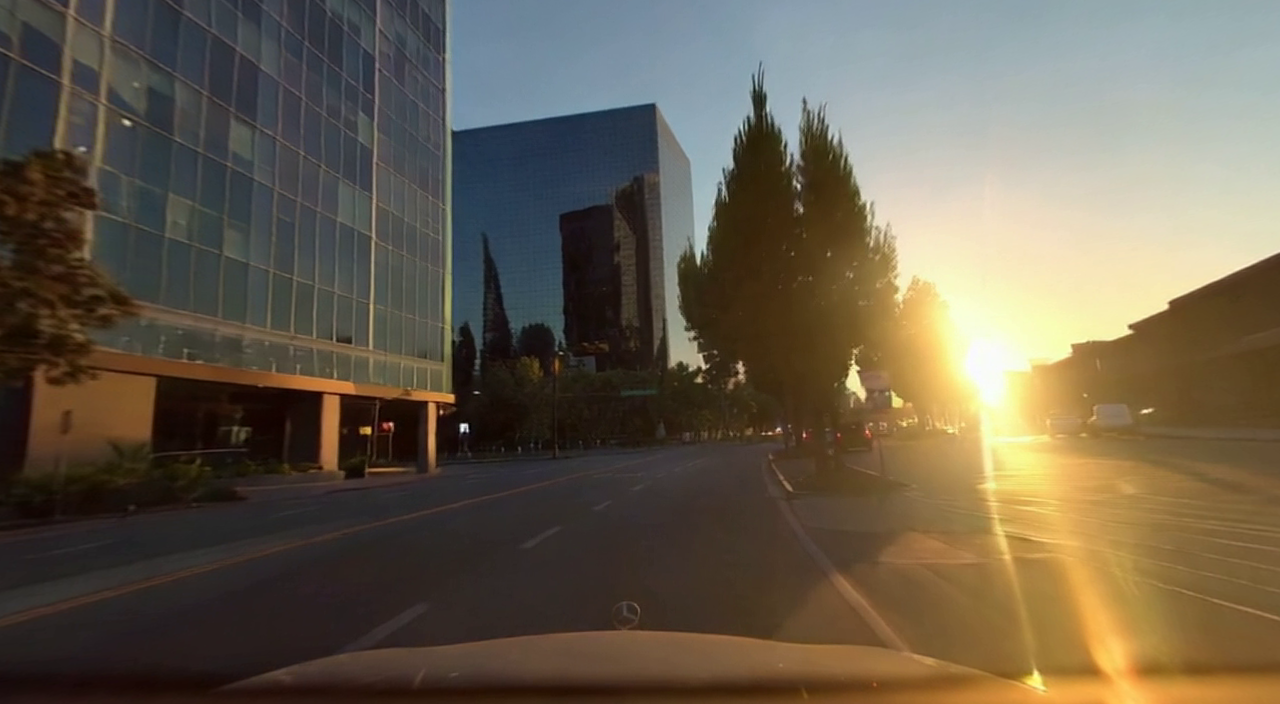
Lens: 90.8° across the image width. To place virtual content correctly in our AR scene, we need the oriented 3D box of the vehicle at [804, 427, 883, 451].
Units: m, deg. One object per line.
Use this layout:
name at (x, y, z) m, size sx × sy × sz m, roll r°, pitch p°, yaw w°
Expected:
vehicle at (12.146, 5.195, 37.777) m, size 4.218 × 1.385 × 1.830 m, roll 3°, pitch -8°, yaw -21°

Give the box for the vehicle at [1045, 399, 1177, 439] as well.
vehicle at (22.620, 3.289, 30.461) m, size 4.871 × 1.757 × 2.014 m, roll -7°, pitch -10°, yaw 40°
